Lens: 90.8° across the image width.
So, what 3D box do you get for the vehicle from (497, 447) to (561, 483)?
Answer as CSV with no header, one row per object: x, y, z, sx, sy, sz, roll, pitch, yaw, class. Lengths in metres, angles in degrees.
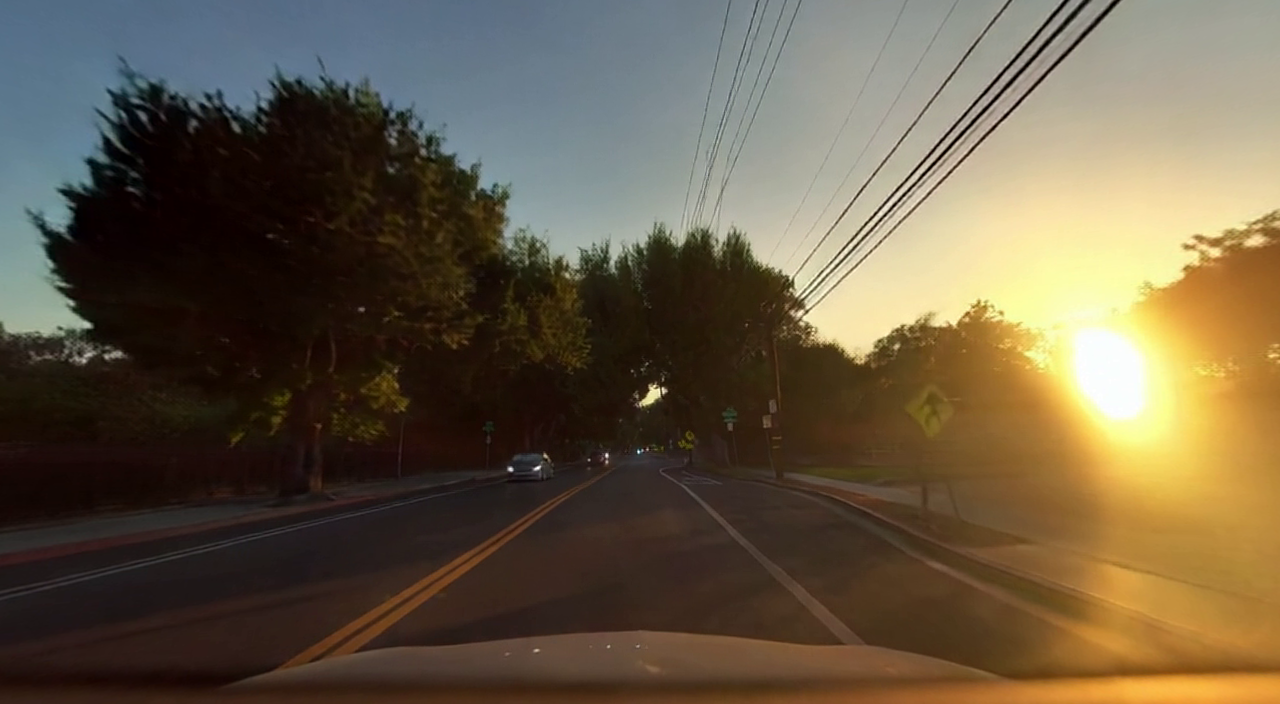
-5.090,5.230,29.612,2.093,1.523,4.536,0,-9,1,vehicle
